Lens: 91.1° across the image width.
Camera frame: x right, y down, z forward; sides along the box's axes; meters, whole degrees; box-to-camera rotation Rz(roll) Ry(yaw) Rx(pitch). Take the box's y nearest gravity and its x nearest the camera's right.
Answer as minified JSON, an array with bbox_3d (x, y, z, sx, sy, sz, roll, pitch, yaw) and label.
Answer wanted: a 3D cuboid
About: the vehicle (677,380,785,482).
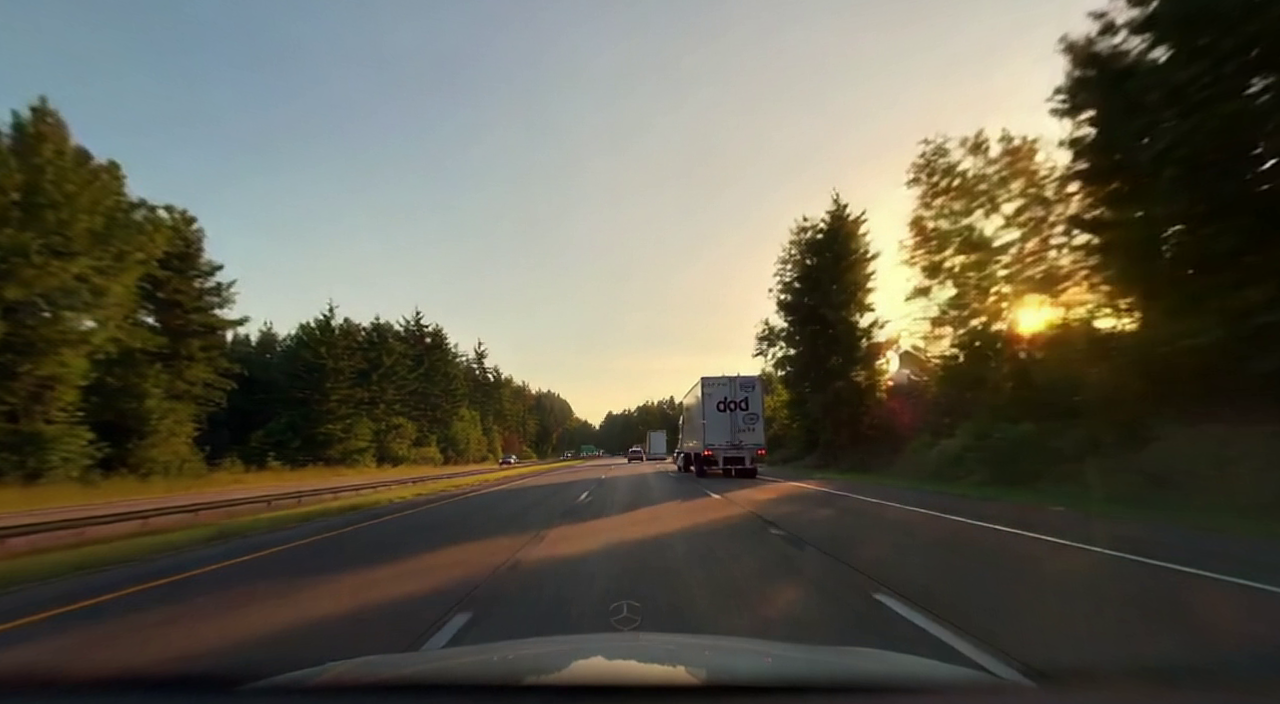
[{"bbox_3d":[3.984,4.171,31.723,2.973,4.007,14.076,0,-9,-1],"label":"vehicle"}]
